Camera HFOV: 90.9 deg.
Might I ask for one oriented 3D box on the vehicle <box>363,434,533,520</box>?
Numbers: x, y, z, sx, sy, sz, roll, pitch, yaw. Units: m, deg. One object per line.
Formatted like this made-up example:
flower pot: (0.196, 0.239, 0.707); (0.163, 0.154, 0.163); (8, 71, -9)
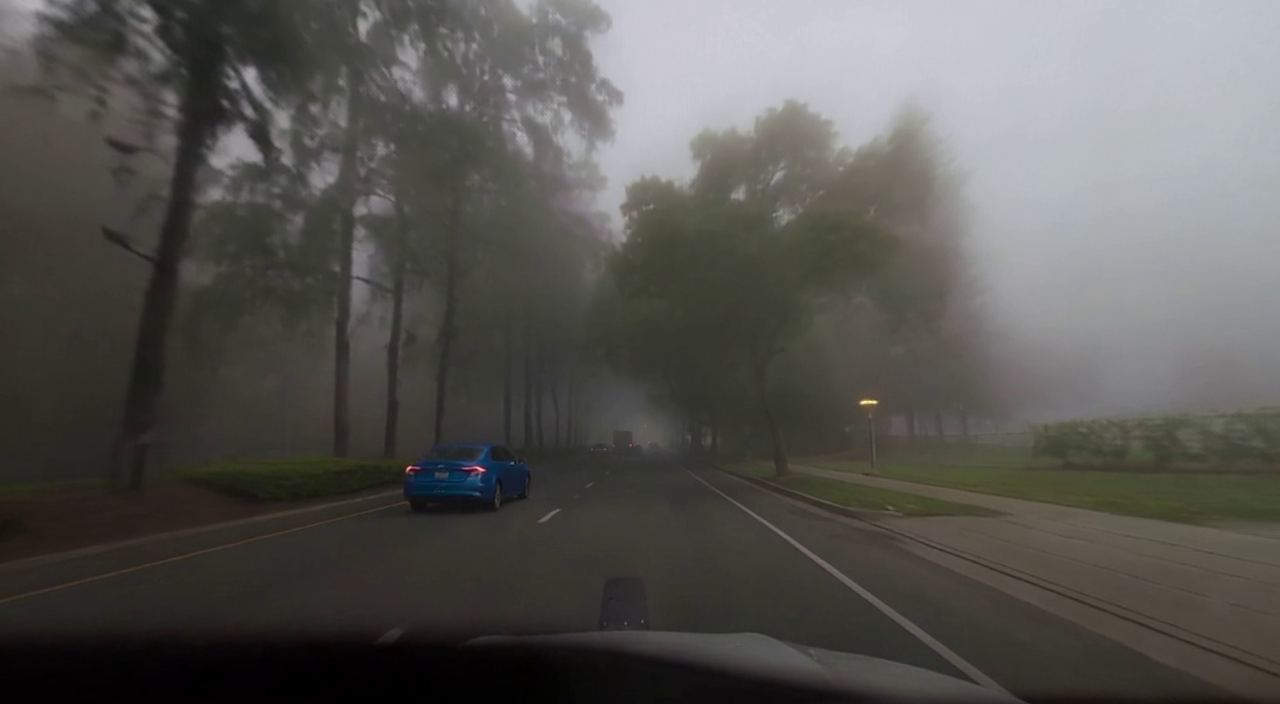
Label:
vehicle: (-3.668, 2.475, 13.067); (2.033, 1.454, 4.512); (0, -8, 1)
